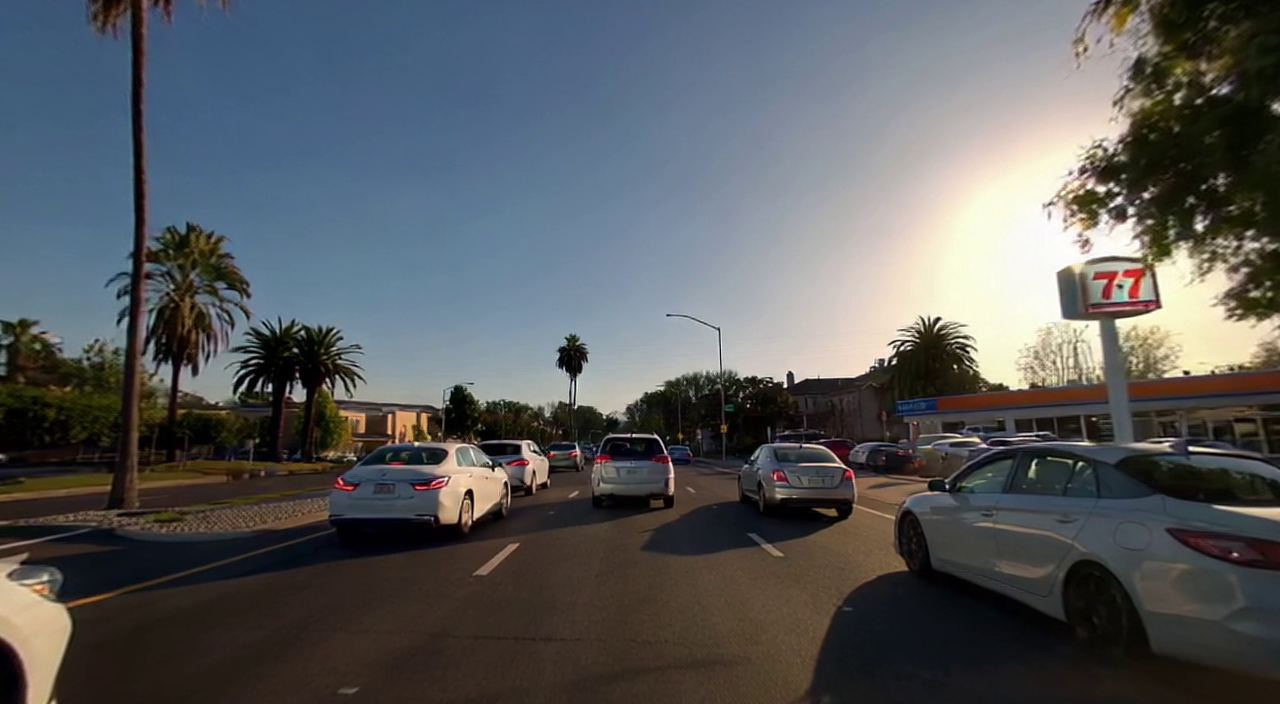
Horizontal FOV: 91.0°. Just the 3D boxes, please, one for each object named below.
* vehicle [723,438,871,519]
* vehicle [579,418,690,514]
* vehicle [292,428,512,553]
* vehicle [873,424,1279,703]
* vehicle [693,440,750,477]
[{"bbox_3d":[3.260,2.712,14.136,1.977,1.480,4.589,0,-8,-2],"label":"vehicle"},{"bbox_3d":[-0.125,2.543,14.534,2.164,1.867,4.254,0,-8,-1],"label":"vehicle"},{"bbox_3d":[-3.330,1.998,9.824,1.864,1.505,4.202,0,-8,-1],"label":"vehicle"},{"bbox_3d":[3.583,1.351,4.821,1.867,1.448,4.436,0,-8,-1],"label":"vehicle"},{"bbox_3d":[3.399,4.531,27.057,1.880,1.476,3.932,0,-8,-1],"label":"vehicle"}]
